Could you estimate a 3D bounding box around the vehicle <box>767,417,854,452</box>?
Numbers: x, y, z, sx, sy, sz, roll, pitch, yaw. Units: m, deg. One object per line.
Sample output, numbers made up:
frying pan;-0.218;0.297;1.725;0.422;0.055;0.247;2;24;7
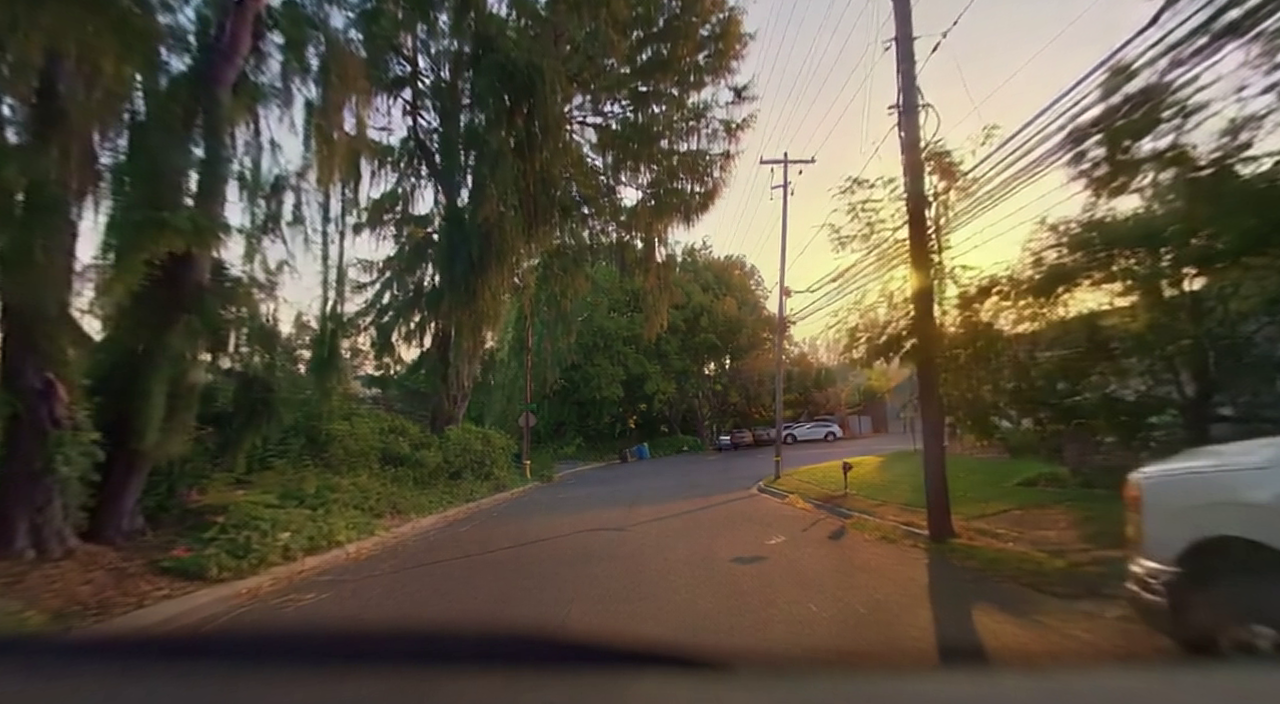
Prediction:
vehicle;10.303;5.042;38.299;4.780;1.984;1.896;4;-9;-19
